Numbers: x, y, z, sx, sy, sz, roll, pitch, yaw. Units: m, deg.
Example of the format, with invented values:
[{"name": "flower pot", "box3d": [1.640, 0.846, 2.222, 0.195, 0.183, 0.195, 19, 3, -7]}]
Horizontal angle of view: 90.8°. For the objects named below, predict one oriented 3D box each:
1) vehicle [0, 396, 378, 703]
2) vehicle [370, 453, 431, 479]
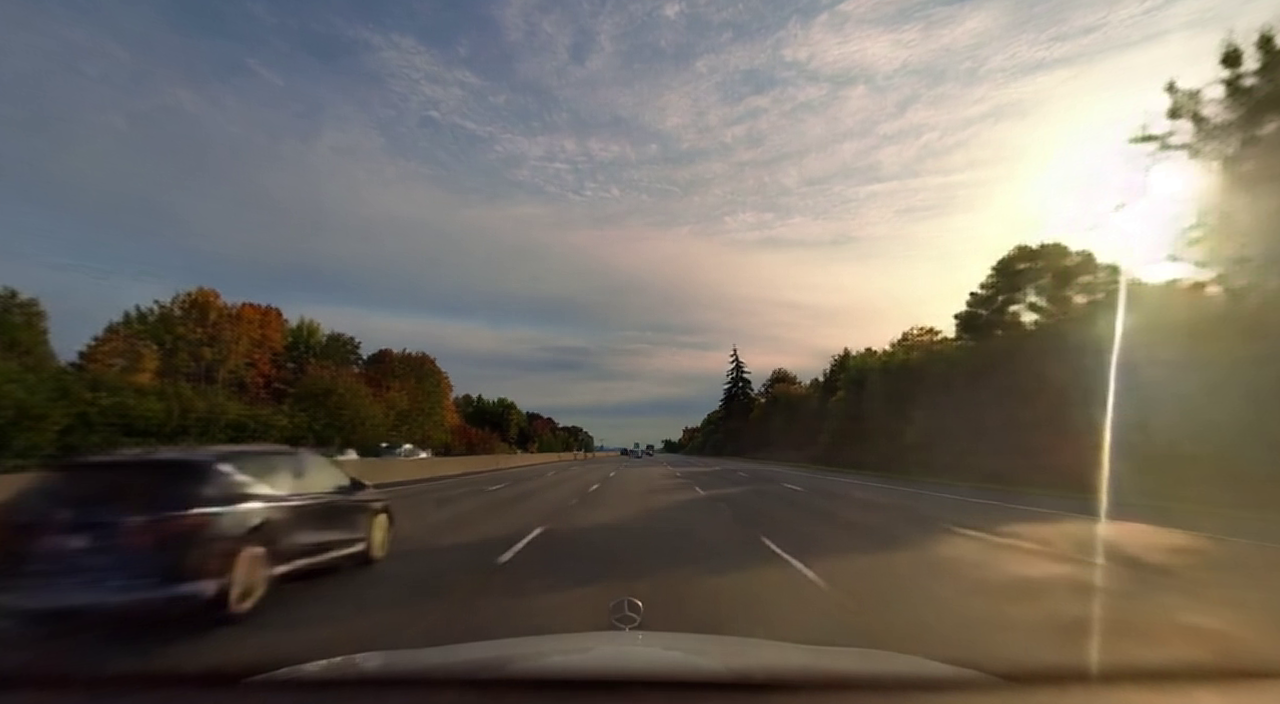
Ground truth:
[{"name": "vehicle", "box3d": [-3.642, 1.209, 4.219, 1.979, 1.521, 4.147, 0, -9, 0]}, {"name": "vehicle", "box3d": [-16.117, 7.678, 42.729, 2.213, 1.598, 4.523, -1, -9, 1]}]
